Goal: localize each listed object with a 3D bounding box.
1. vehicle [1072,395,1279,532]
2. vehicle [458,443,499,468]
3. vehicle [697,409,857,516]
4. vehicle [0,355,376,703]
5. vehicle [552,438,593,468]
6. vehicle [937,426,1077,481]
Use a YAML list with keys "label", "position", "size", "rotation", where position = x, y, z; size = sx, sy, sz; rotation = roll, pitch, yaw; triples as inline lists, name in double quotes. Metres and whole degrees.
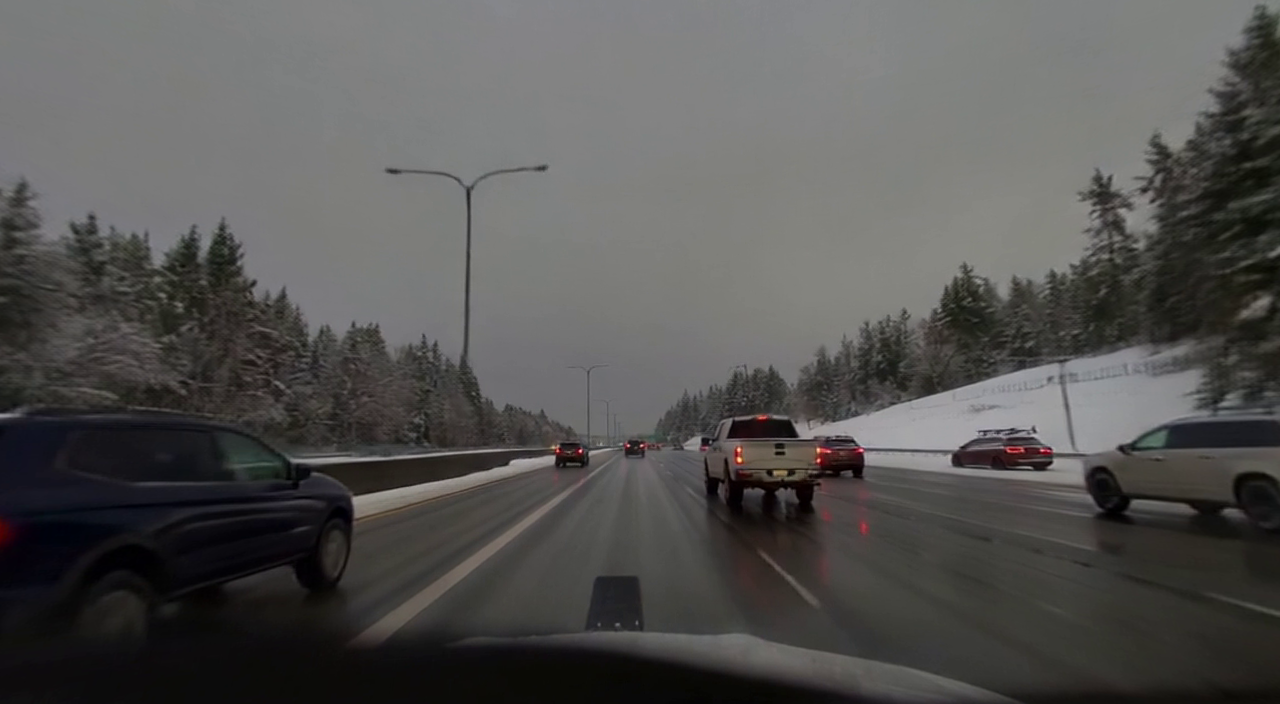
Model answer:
- label: "vehicle"
  position: [9.876, 1.764, 10.221]
  size: [2.046, 1.873, 5.131]
  rotation: [0, -8, -1]
- label: "vehicle"
  position: [-9.133, 5.877, 36.002]
  size: [1.426, 1.346, 3.208]
  rotation: [0, -8, 1]
- label: "vehicle"
  position: [2.685, 2.374, 14.055]
  size: [2.200, 1.870, 5.649]
  rotation: [0, -8, -1]
- label: "vehicle"
  position: [-3.576, 1.041, 3.771]
  size: [2.119, 1.654, 4.353]
  rotation: [0, -8, 0]
- label: "vehicle"
  position: [-3.932, 5.993, 37.664]
  size: [1.992, 1.651, 4.185]
  rotation: [0, -8, 0]
- label: "vehicle"
  position: [13.162, 3.678, 23.116]
  size: [2.076, 1.799, 4.871]
  rotation: [0, -8, -1]
